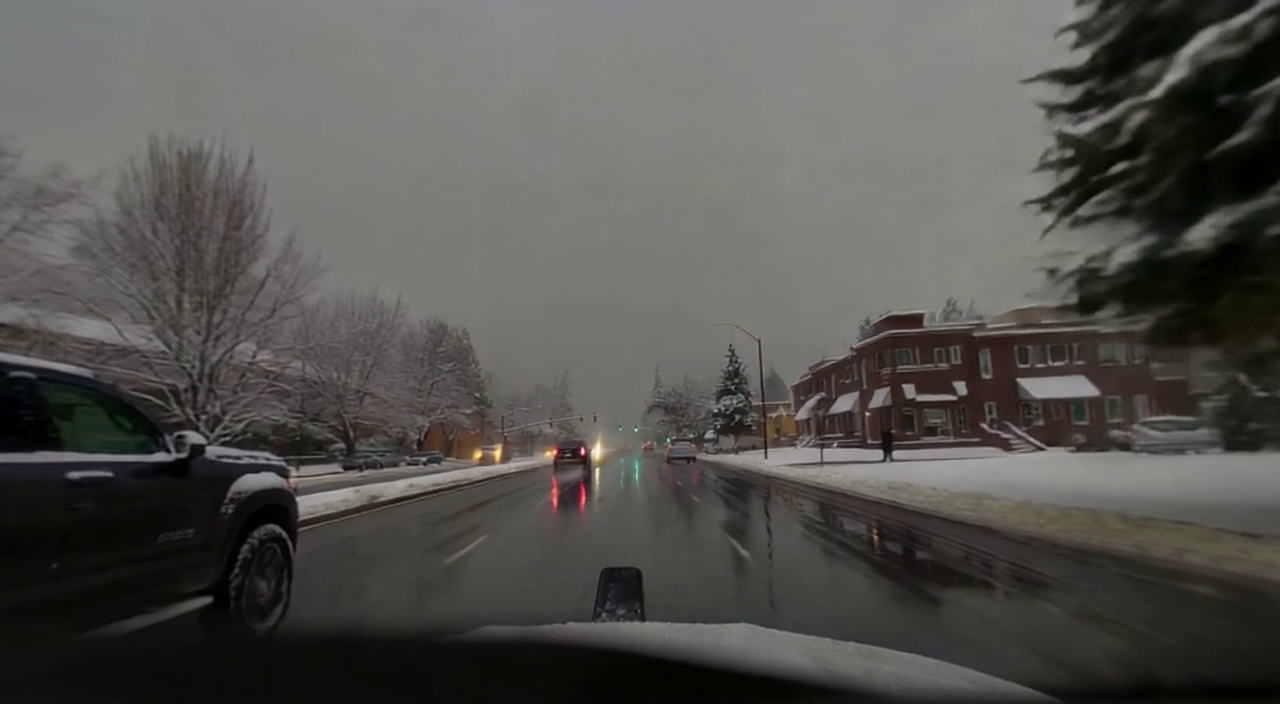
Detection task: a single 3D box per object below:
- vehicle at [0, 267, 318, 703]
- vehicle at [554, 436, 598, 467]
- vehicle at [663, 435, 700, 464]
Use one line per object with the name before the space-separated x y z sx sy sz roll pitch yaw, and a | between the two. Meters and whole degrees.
vehicle | -3.576 0.635 2.107 2.225 1.984 5.168 0 -8 1
vehicle | -3.650 5.761 36.780 2.083 1.685 4.069 0 -8 1
vehicle | 2.631 6.329 41.182 2.018 1.719 4.369 0 -8 -1
